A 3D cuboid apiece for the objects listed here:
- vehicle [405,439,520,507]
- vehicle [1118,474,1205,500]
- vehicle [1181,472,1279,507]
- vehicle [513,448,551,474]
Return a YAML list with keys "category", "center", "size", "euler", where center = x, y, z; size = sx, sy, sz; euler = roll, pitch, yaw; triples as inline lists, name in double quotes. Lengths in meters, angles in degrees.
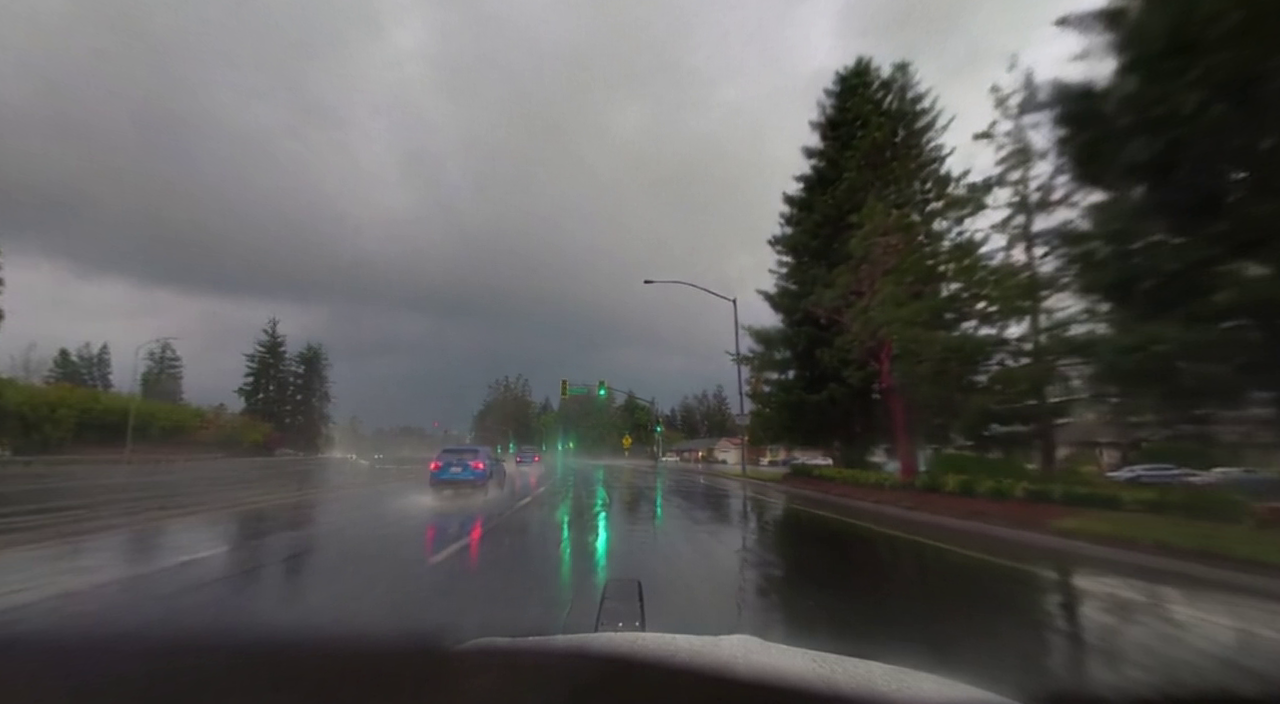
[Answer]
- category: "vehicle"
  center: [-4.760, 3.288, 17.710]
  size: [2.098, 1.613, 4.606]
  euler: [0, -8, -3]
- category: "vehicle"
  center: [35.570, 9.204, 43.245]
  size: [1.792, 1.475, 4.462]
  euler: [1, -8, -8]
- category: "vehicle"
  center: [36.132, 8.200, 38.007]
  size: [1.953, 1.686, 5.424]
  euler: [1, -8, -6]
- category: "vehicle"
  center: [-6.518, 6.572, 38.406]
  size: [1.904, 1.476, 3.736]
  euler: [0, -8, -5]
